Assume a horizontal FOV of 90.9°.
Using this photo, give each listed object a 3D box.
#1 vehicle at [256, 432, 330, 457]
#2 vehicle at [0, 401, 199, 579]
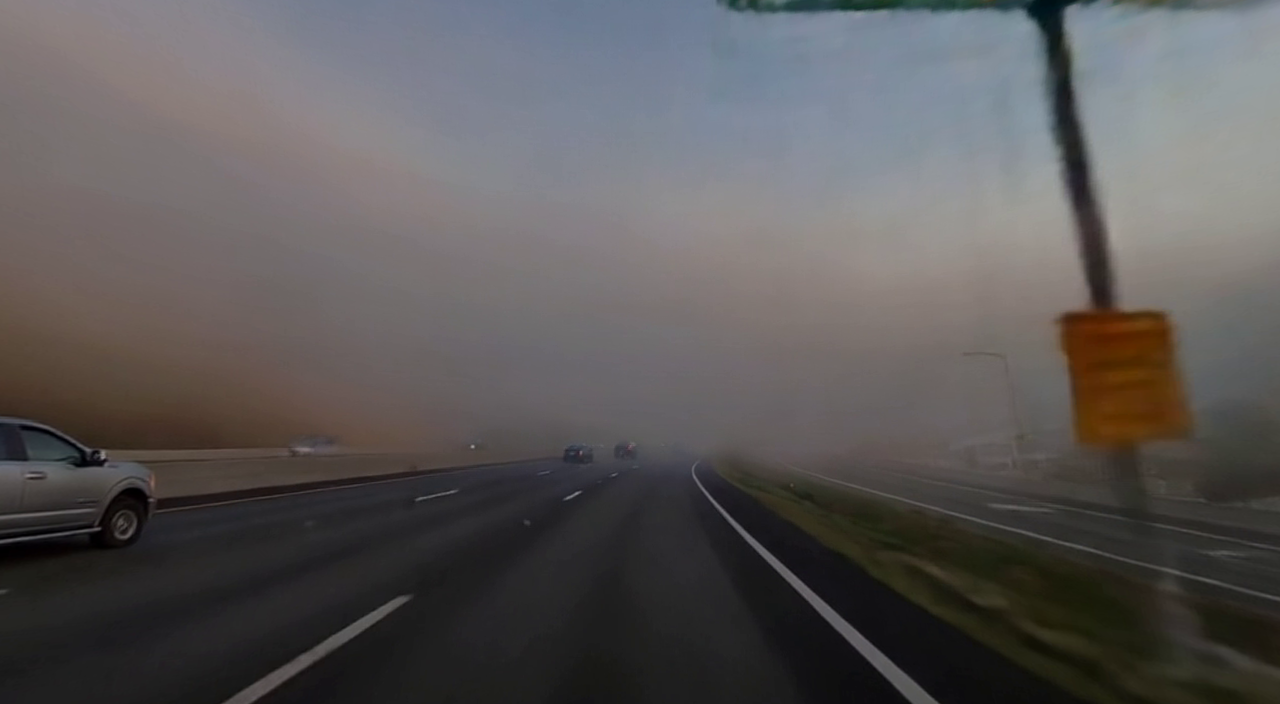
[{"bbox_3d":[-21.776,5.880,39.807,1.830,1.440,4.476,0,-10,5],"label":"vehicle"},{"bbox_3d":[-6.891,1.264,5.863,1.923,1.630,4.857,1,-9,2],"label":"vehicle"}]
